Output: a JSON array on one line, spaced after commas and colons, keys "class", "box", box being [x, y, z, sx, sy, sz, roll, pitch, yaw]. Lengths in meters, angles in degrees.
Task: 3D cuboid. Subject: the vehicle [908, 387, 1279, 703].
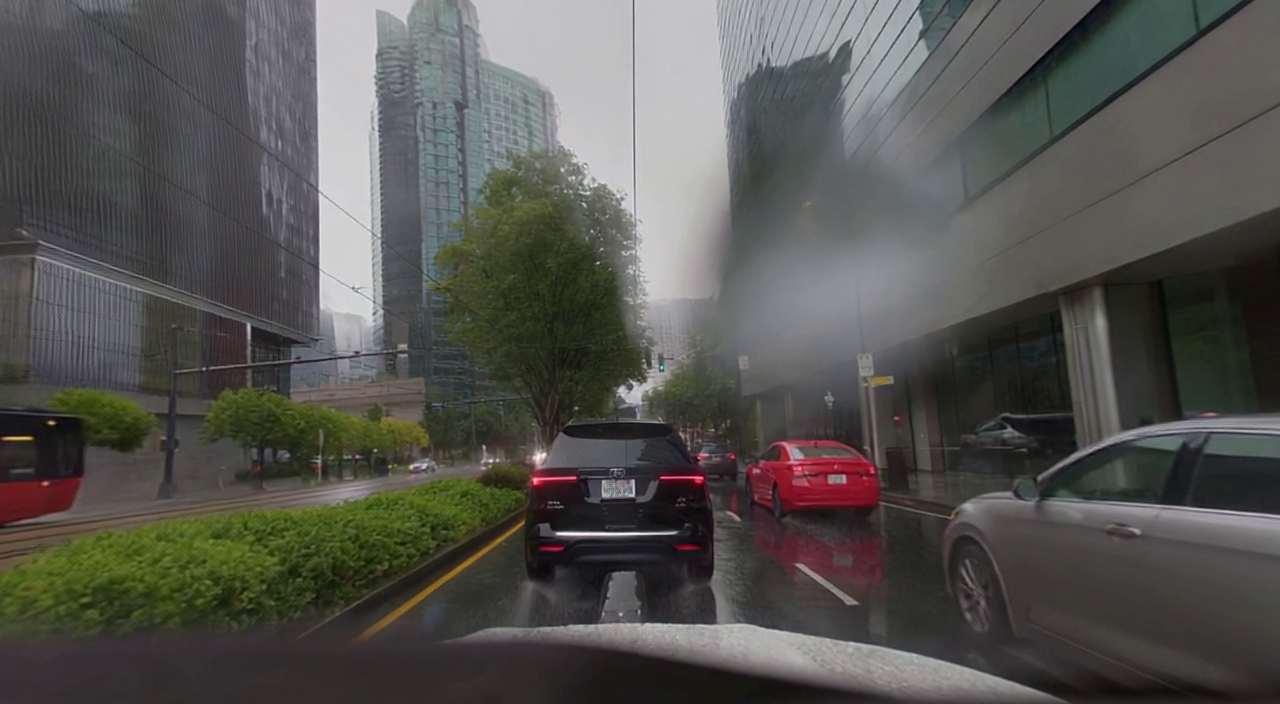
[{"class": "vehicle", "box": [3.137, 0.956, 2.729, 1.993, 1.480, 4.324, 0, -8, -1]}]

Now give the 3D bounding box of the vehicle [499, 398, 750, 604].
[{"class": "vehicle", "box": [-0.193, 1.608, 7.713, 2.178, 1.779, 4.255, 0, -8, -2]}]

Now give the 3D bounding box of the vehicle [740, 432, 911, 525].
[{"class": "vehicle", "box": [3.550, 2.510, 13.091, 2.128, 1.582, 4.188, 0, -8, -2]}]
